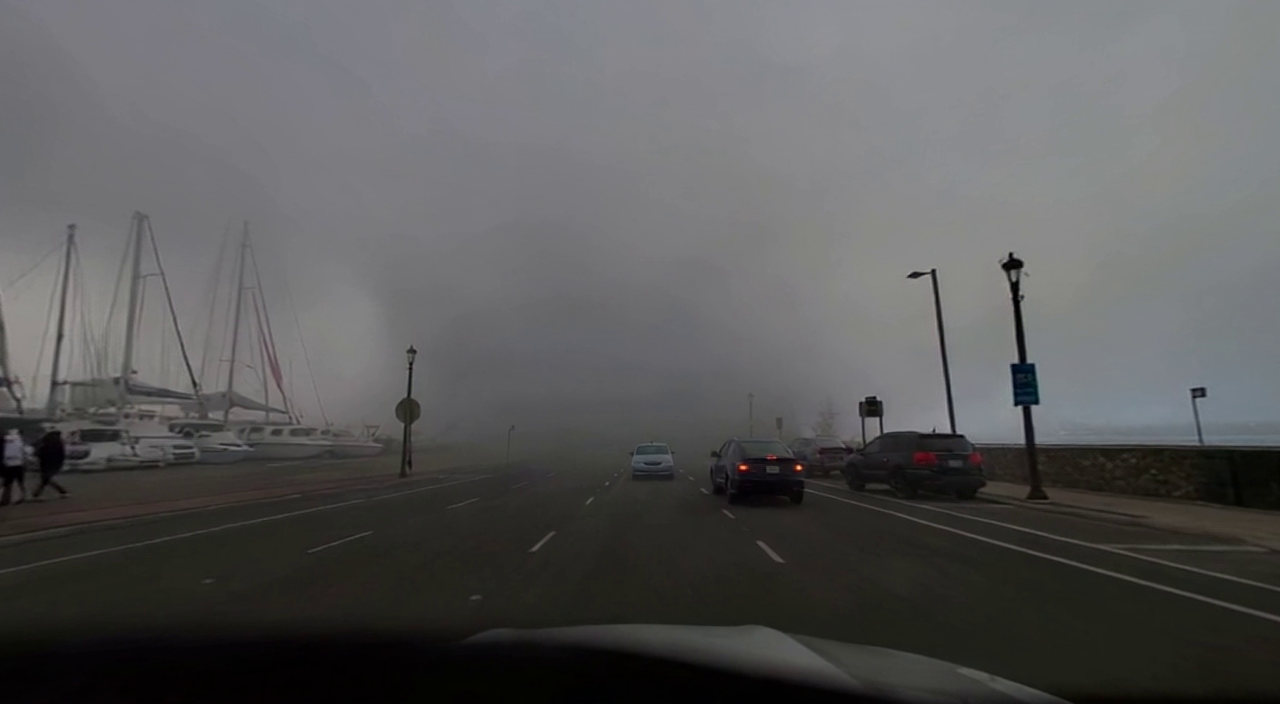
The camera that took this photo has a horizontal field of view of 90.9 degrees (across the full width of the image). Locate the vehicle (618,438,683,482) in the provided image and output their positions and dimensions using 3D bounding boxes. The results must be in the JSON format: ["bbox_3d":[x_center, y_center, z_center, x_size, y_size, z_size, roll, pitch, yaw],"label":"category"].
[{"bbox_3d":[0.429,4.099,24.197,2.284,1.496,3.949,-1,-8,1],"label":"vehicle"}]

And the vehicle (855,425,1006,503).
[{"bbox_3d":[7.805,3.055,17.542,1.969,1.852,4.514,0,-8,-1],"label":"vehicle"}]

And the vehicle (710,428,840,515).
[{"bbox_3d":[2.805,2.593,14.142,2.047,1.640,4.051,0,-8,1],"label":"vehicle"}]
